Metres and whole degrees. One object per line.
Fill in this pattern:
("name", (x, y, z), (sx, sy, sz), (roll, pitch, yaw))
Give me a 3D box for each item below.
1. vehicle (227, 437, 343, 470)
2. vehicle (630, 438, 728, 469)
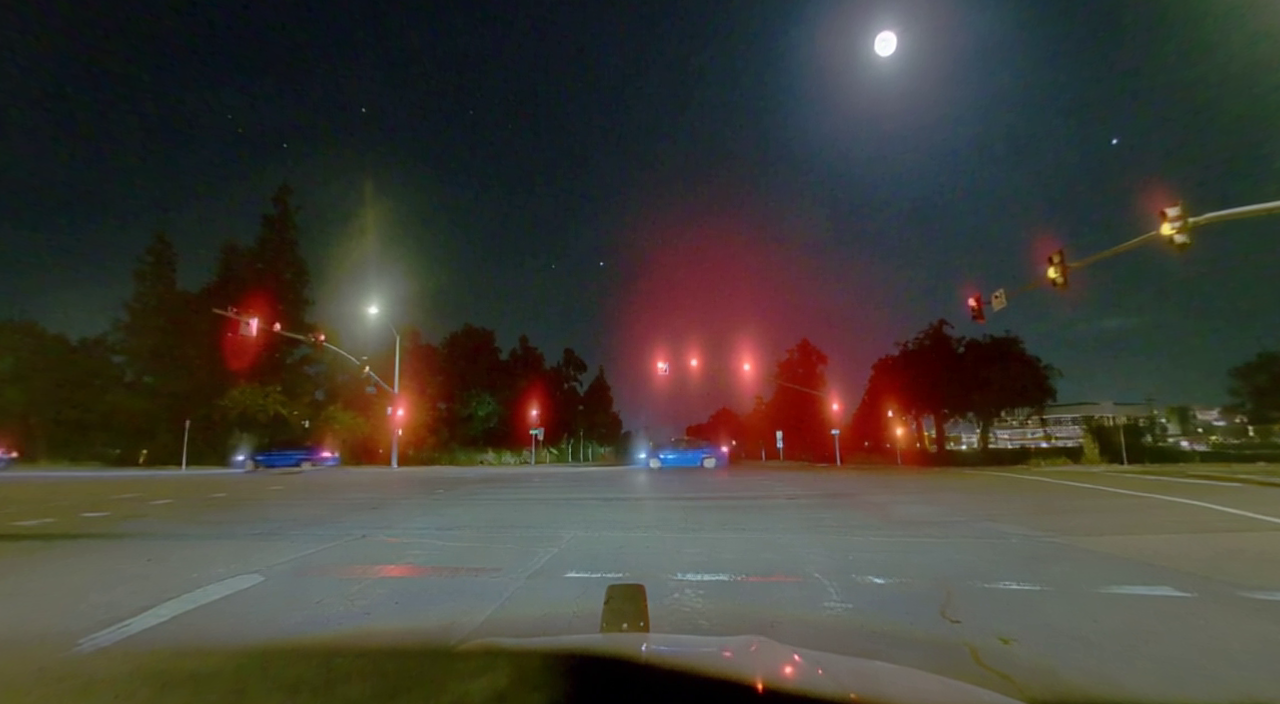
("vehicle", (-17.790, 5.084, 31.731), (4.735, 1.588, 1.877), (0, -9, 2))
("vehicle", (1.888, 5.017, 31.147), (4.681, 1.465, 1.820), (0, -9, 2))
